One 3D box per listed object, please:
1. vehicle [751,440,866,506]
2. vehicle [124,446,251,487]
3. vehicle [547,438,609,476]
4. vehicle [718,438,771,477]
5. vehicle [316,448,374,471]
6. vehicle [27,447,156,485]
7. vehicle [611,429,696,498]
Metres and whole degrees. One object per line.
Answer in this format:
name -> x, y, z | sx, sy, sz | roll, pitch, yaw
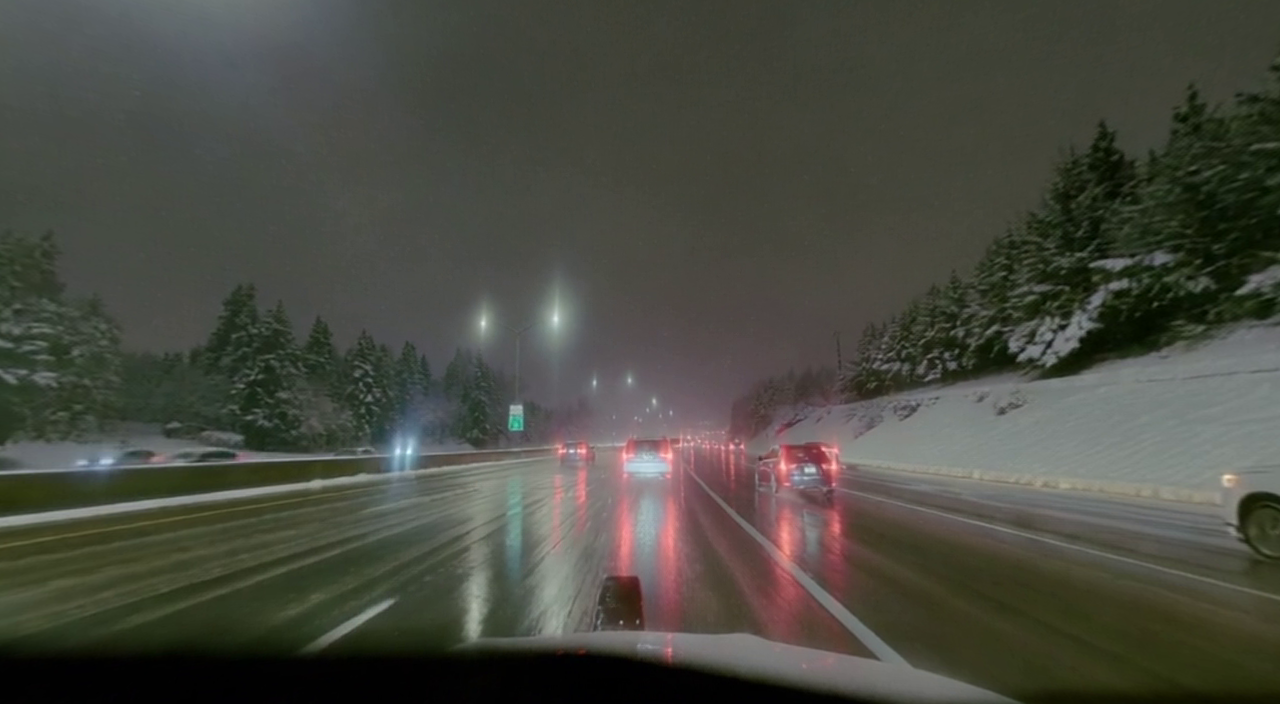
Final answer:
vehicle -> 4.343, 3.177, 16.998 | 1.999, 1.514, 4.338 | 0, -9, 1
vehicle -> -20.652, 5.200, 29.047 | 2.079, 1.684, 4.734 | 0, -9, 4
vehicle -> -2.828, 4.961, 29.859 | 2.128, 1.627, 4.697 | 0, -9, 4
vehicle -> 5.087, 5.193, 31.182 | 2.063, 1.710, 4.591 | 0, -9, 3
vehicle -> -22.471, 8.155, 48.133 | 1.918, 1.639, 4.454 | 0, -9, 5
vehicle -> -27.350, 5.683, 31.670 | 2.015, 1.734, 4.688 | 0, -9, 3
vehicle -> 0.415, 3.170, 18.192 | 2.181, 1.728, 3.970 | 0, -9, 2
